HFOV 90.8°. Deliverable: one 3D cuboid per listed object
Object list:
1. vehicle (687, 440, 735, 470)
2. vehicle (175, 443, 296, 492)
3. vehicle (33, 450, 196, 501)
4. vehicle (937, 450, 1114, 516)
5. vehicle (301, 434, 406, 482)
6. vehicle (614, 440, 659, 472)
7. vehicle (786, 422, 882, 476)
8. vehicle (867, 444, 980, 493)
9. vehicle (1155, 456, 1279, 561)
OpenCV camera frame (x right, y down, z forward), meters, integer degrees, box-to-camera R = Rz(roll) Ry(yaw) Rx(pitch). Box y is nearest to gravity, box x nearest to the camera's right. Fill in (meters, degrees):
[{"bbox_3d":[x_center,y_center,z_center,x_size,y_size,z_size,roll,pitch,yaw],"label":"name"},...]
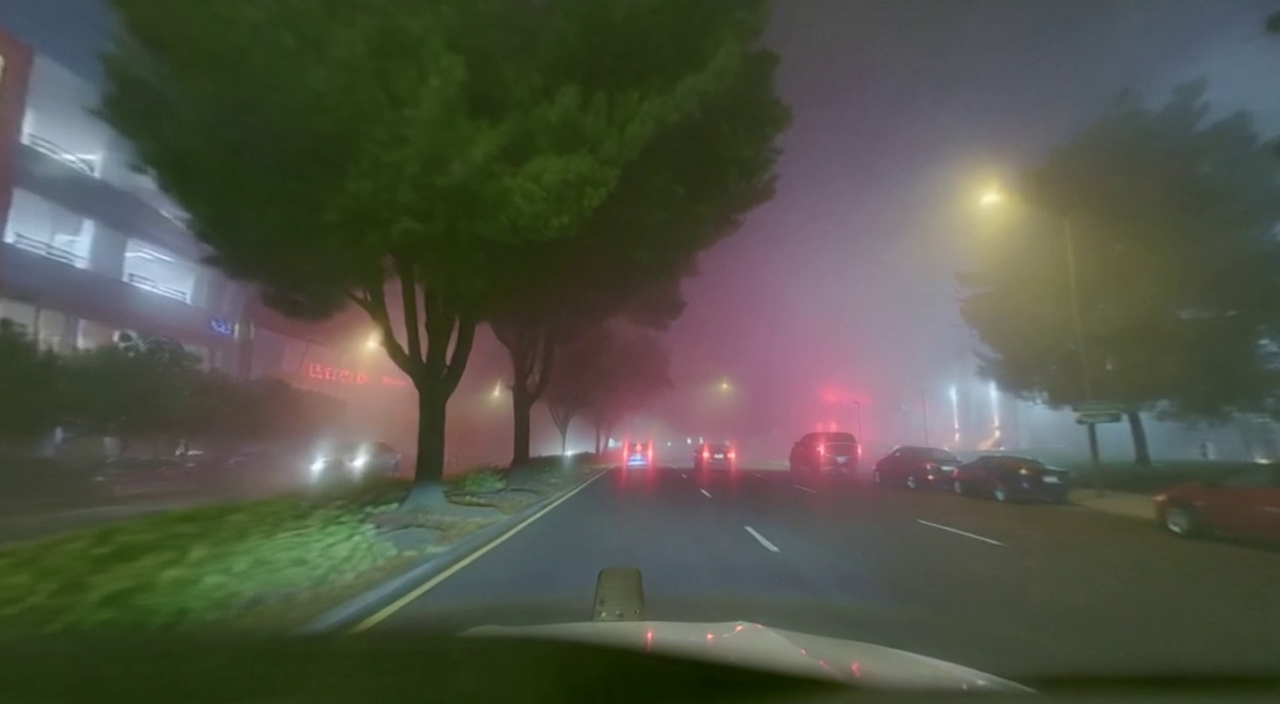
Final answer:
[{"bbox_3d":[3.747,5.542,34.117,1.993,1.477,4.240,0,-9,-1],"label":"vehicle"},{"bbox_3d":[-19.131,5.454,30.288,2.240,2.112,5.268,0,-8,0],"label":"vehicle"},{"bbox_3d":[-19.014,4.449,23.203,2.180,1.608,4.443,0,-9,-1],"label":"vehicle"},{"bbox_3d":[10.266,3.476,17.378,1.898,1.502,4.788,0,-9,1],"label":"vehicle"},{"bbox_3d":[-12.551,4.688,28.092,2.331,1.910,4.823,-1,-9,1],"label":"vehicle"},{"bbox_3d":[-0.173,5.101,31.116,2.101,1.444,4.248,0,-9,0],"label":"vehicle"},{"bbox_3d":[10.594,5.438,35.431,3.082,2.655,7.381,0,-9,1],"label":"vehicle"},{"bbox_3d":[10.588,4.354,24.031,2.129,1.645,4.625,0,-9,0],"label":"vehicle"},{"bbox_3d":[10.177,2.240,8.870,1.944,1.454,4.647,0,-9,0],"label":"vehicle"}]
